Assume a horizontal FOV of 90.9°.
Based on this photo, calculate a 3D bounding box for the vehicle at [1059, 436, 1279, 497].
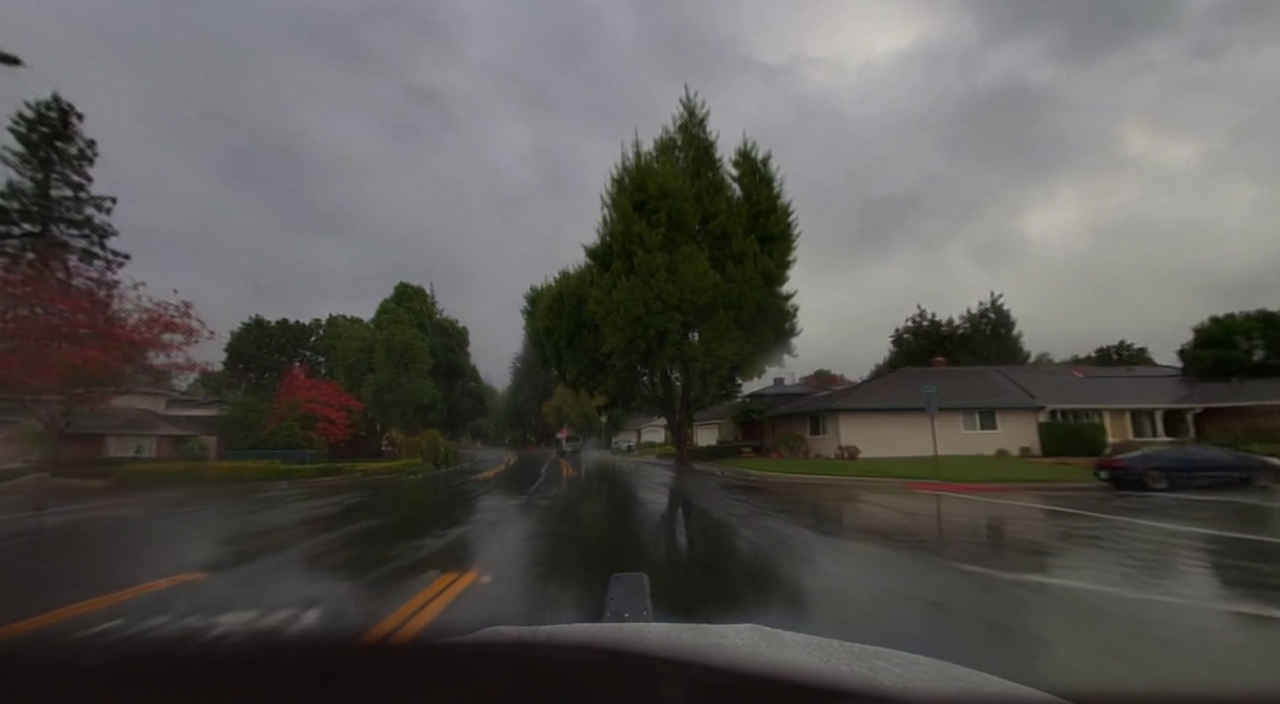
[{"bbox_3d":[13.961,2.930,16.318,4.737,1.447,1.766,-2,-9,11],"label":"vehicle"}]
